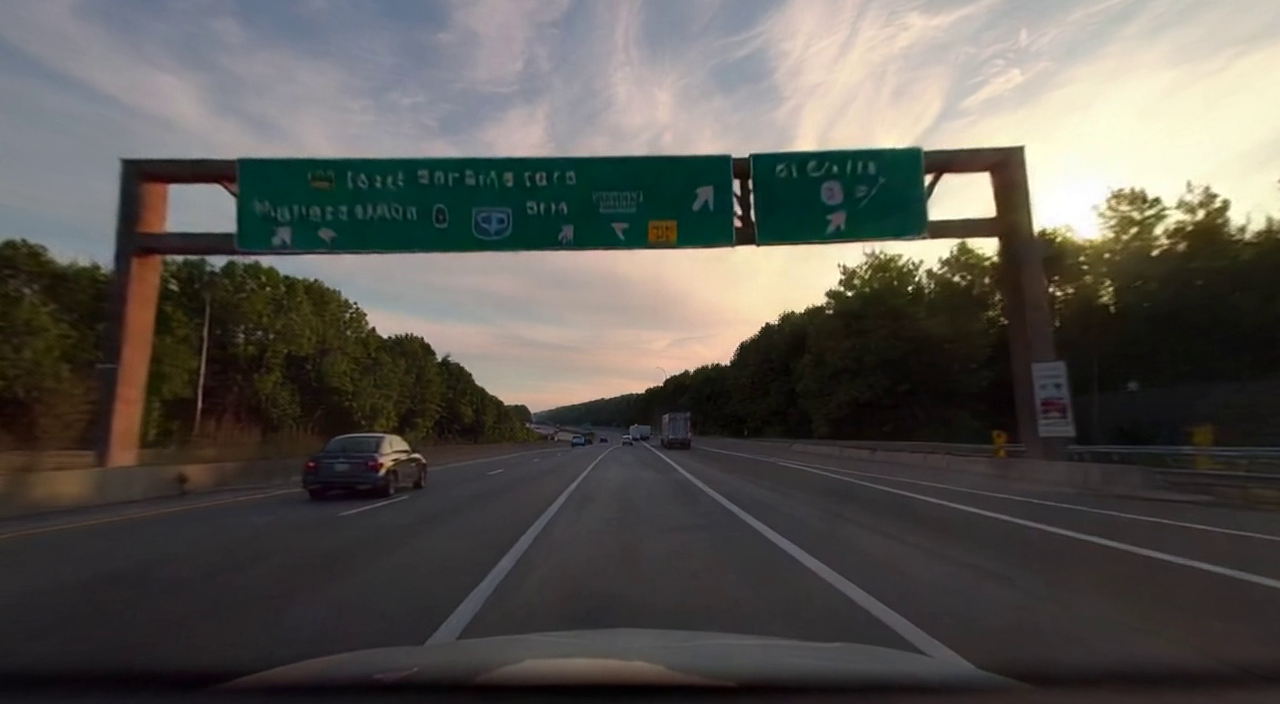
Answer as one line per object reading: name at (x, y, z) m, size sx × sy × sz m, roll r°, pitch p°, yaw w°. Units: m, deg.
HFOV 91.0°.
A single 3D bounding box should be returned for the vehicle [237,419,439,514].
vehicle at (-6.146, 2.363, 13.621) m, size 2.055 × 1.662 × 4.773 m, roll 0°, pitch -8°, yaw -1°
